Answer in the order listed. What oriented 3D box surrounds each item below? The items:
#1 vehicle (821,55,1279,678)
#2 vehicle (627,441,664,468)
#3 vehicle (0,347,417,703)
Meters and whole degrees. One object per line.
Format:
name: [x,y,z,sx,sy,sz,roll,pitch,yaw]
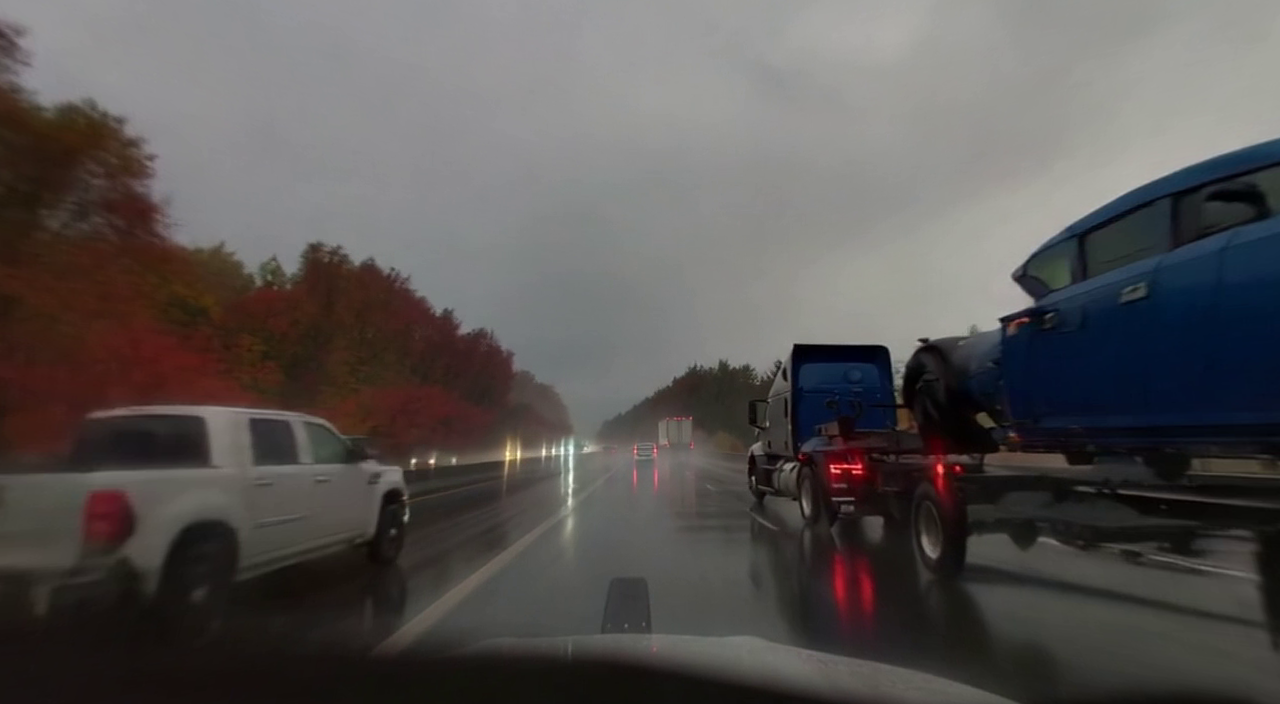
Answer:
vehicle: [4.956,0.325,5.014,3.150,3.257,13.098,0,-8,0]
vehicle: [0.329,6.155,38.011,2.152,1.484,4.211,0,-8,1]
vehicle: [-3.553,1.122,4.543,2.077,1.669,4.739,0,-8,1]
